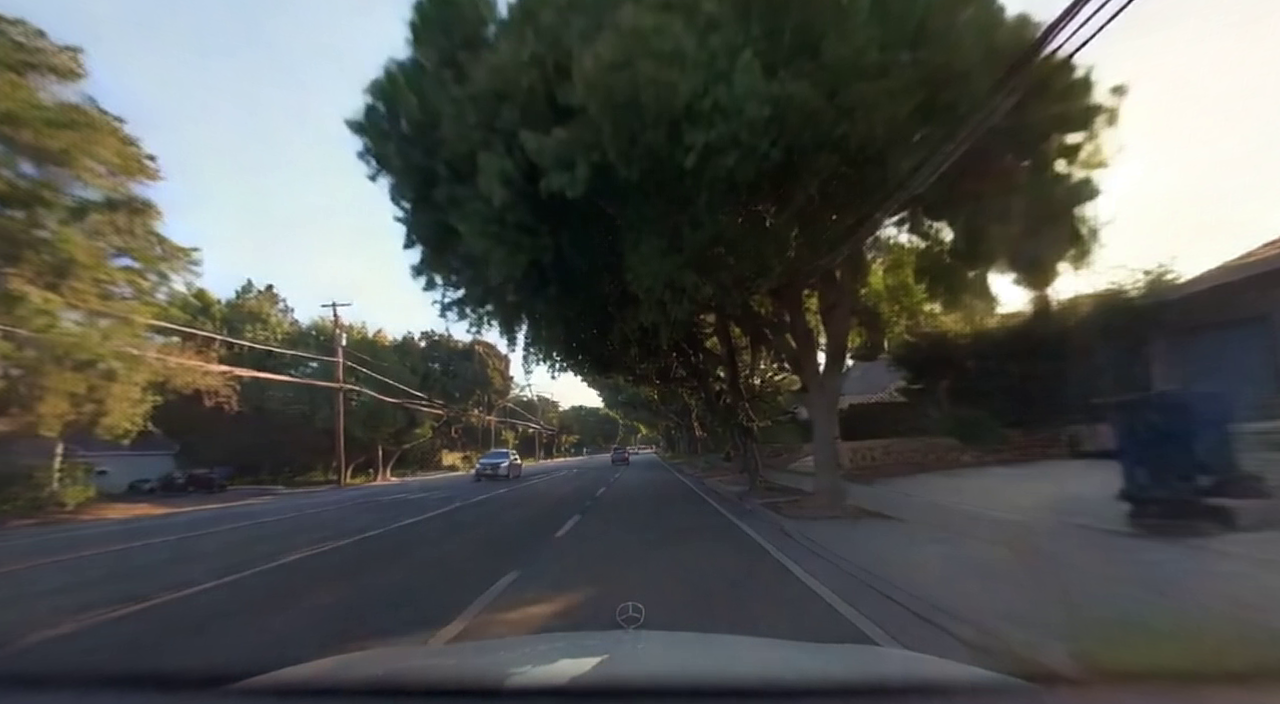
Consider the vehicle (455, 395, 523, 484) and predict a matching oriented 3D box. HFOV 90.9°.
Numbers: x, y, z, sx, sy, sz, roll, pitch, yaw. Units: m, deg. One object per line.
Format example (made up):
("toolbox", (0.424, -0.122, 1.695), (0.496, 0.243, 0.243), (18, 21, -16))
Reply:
("vehicle", (-6.716, 3.936, 28.346), (2.365, 3.642, 3.374), (-2, -9, -4))
